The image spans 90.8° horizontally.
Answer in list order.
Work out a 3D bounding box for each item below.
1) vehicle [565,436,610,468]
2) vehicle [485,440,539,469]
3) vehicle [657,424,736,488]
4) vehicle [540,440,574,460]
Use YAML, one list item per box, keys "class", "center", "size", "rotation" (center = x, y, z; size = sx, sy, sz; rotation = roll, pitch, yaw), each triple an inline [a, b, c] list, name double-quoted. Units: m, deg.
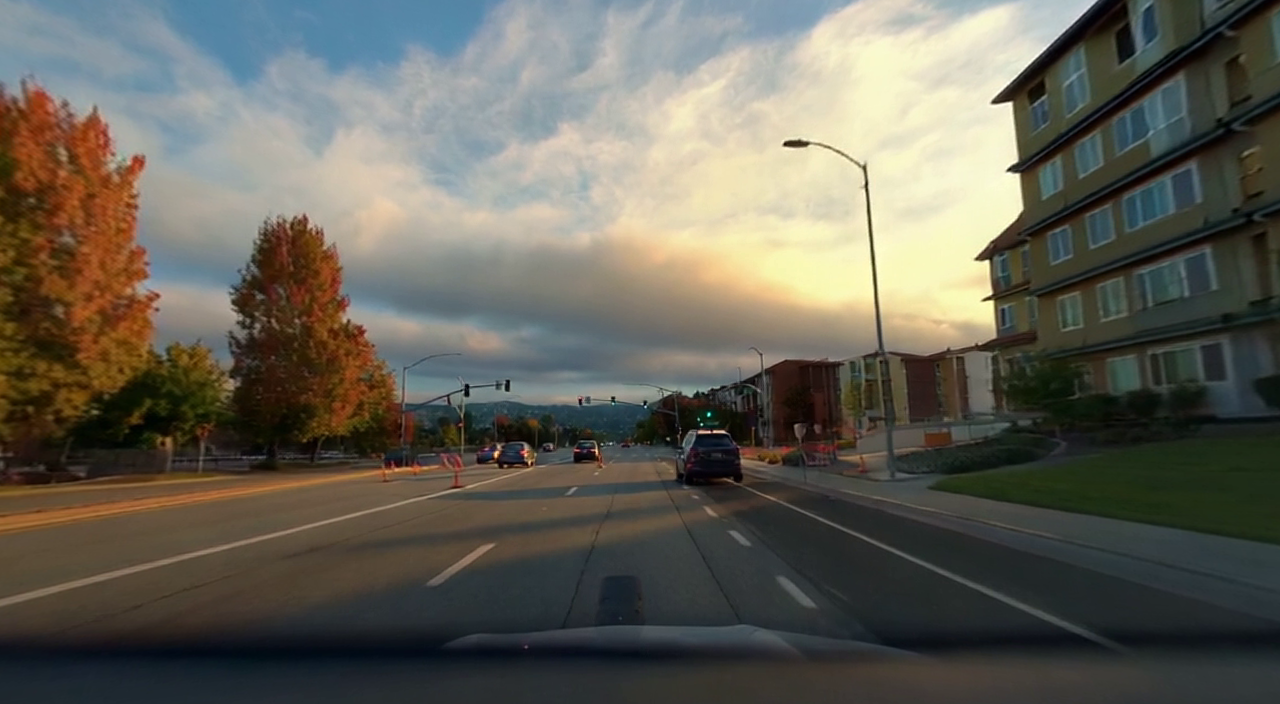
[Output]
- class: "vehicle"
  center: [-2.904, 5.608, 35.567]
  size: [2.121, 1.654, 3.993]
  rotation: [0, -9, 1]
- class: "vehicle"
  center: [-7.012, 5.664, 35.184]
  size: [1.928, 1.488, 4.635]
  rotation: [0, -9, 2]
- class: "vehicle"
  center: [1.672, 3.313, 20.389]
  size: [2.197, 1.835, 4.316]
  rotation: [0, -9, 1]
- class: "vehicle"
  center: [-6.468, 7.707, 49.578]
  size: [1.993, 1.492, 3.666]
  rotation: [0, -9, 2]
